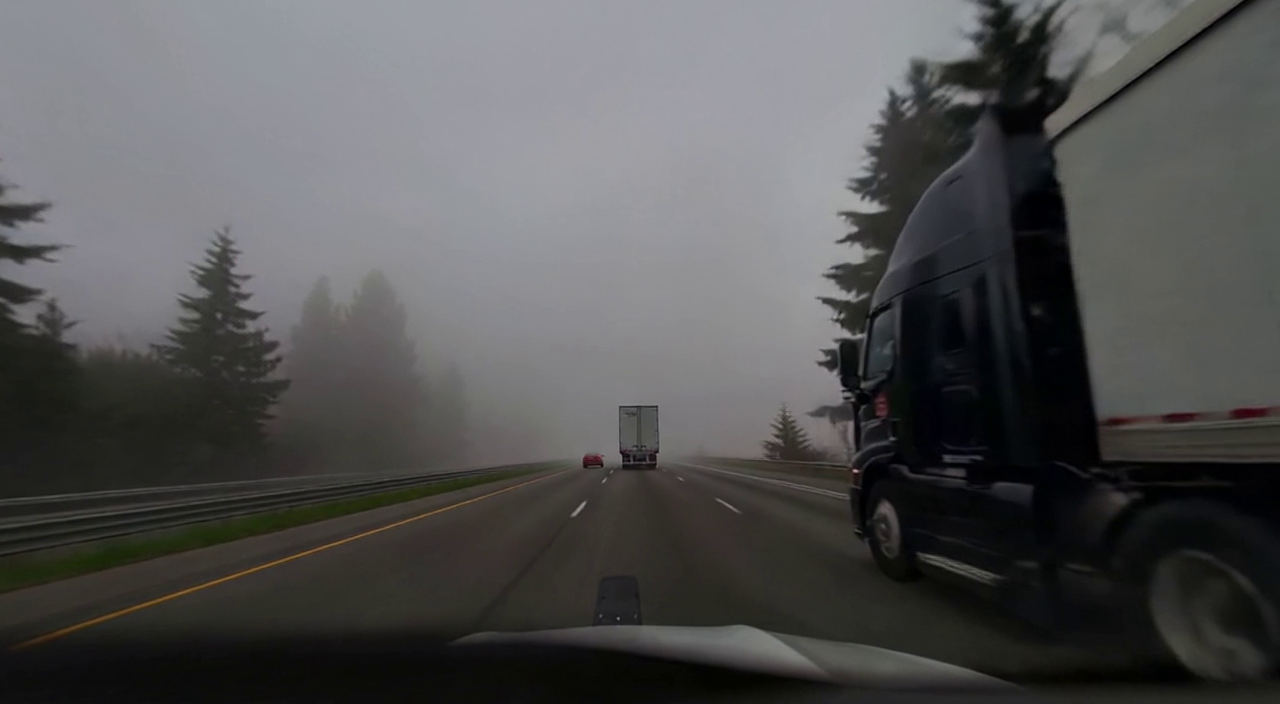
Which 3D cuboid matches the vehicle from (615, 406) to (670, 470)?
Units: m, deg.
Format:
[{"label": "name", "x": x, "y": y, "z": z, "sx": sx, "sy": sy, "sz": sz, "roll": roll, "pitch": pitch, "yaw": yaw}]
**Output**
[{"label": "vehicle", "x": 0.143, "y": 6.840, "z": 48.949, "sx": 3.537, "sy": 4.071, "sz": 17.399, "roll": 0, "pitch": -9, "yaw": 0}]
